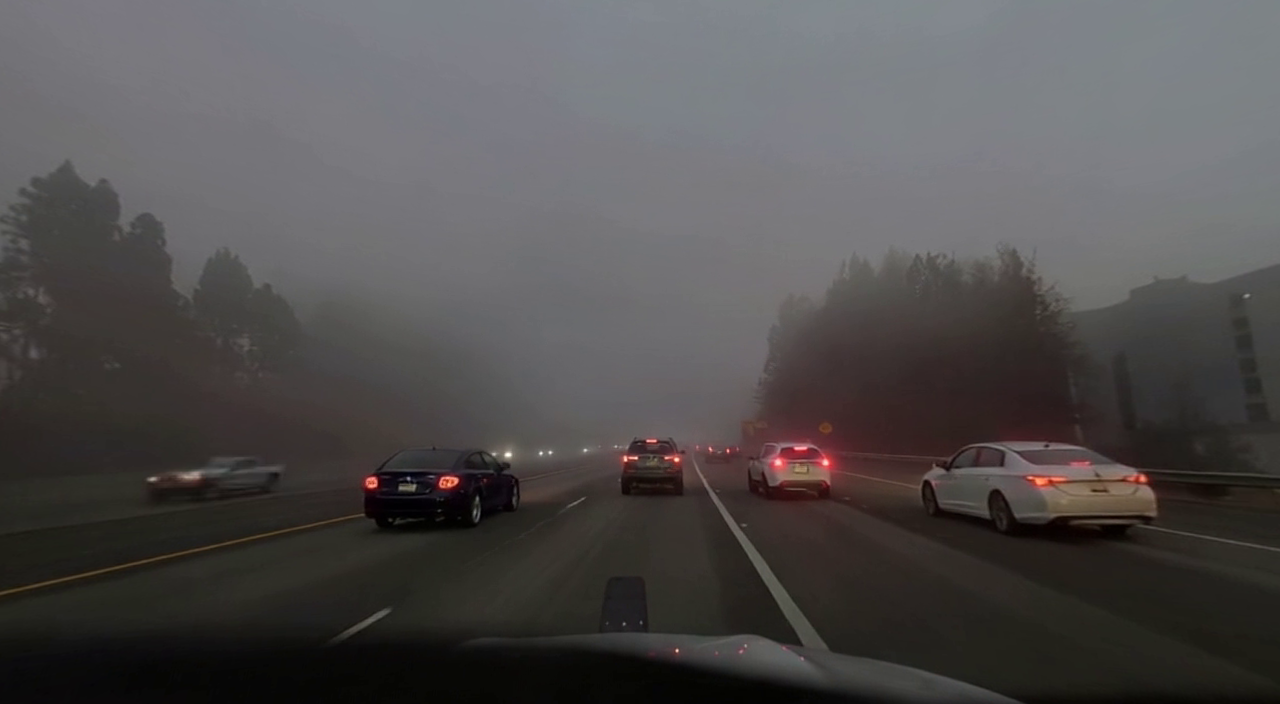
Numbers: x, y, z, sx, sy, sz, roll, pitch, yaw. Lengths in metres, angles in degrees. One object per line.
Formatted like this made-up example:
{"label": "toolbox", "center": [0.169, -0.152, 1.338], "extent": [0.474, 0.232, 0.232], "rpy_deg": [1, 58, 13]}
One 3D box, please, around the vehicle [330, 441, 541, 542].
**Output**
{"label": "vehicle", "center": [-3.393, 2.404, 11.749], "extent": [1.965, 1.443, 4.968], "rpy_deg": [-1, -8, 4]}

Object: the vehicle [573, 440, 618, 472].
{"label": "vehicle", "center": [-2.453, 5.824, 35.578], "extent": [1.951, 1.694, 4.188], "rpy_deg": [-1, -8, 4]}

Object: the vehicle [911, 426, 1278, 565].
{"label": "vehicle", "center": [5.835, 1.871, 9.022], "extent": [2.053, 1.473, 4.383], "rpy_deg": [-1, -8, 2]}

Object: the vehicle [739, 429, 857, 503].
{"label": "vehicle", "center": [4.036, 2.987, 17.004], "extent": [2.156, 1.701, 4.494], "rpy_deg": [-1, -8, 2]}

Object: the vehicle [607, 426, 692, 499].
{"label": "vehicle", "center": [0.362, 3.151, 18.364], "extent": [2.153, 1.805, 4.631], "rpy_deg": [-1, -8, 3]}

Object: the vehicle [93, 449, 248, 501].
{"label": "vehicle", "center": [-16.969, 4.431, 23.192], "extent": [1.912, 1.640, 4.675], "rpy_deg": [-1, -8, 3]}
